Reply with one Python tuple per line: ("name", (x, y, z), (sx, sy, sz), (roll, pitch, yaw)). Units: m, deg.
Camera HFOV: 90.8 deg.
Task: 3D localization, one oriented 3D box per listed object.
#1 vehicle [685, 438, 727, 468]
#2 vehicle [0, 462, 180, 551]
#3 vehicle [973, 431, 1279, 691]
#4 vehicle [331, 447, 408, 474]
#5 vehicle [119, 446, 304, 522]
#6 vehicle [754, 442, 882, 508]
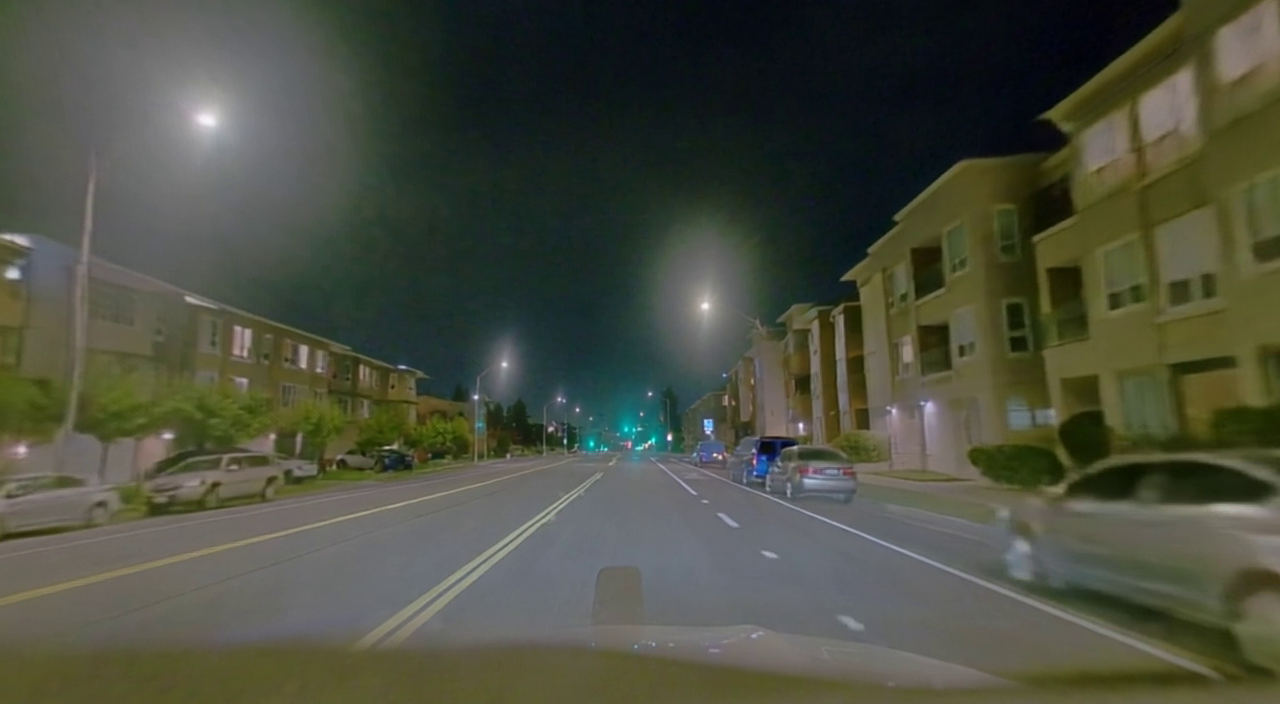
("vehicle", (4.290, 6.626, 41.716), (2.052, 1.859, 4.778), (1, -8, -3))
("vehicle", (-12.695, 3.196, 13.715), (1.954, 1.491, 4.633), (0, -8, -1))
("vehicle", (4.692, 1.331, 4.449), (2.024, 1.491, 4.647), (1, -8, -2))
("vehicle", (-18.507, 7.404, 43.354), (4.397, 1.768, 1.956), (1, -8, -4))
("vehicle", (-12.737, 3.888, 19.372), (2.149, 1.865, 5.247), (-3, -8, -2))
("vehicle", (4.516, 3.172, 16.866), (1.923, 1.493, 4.628), (0, -8, -2))
